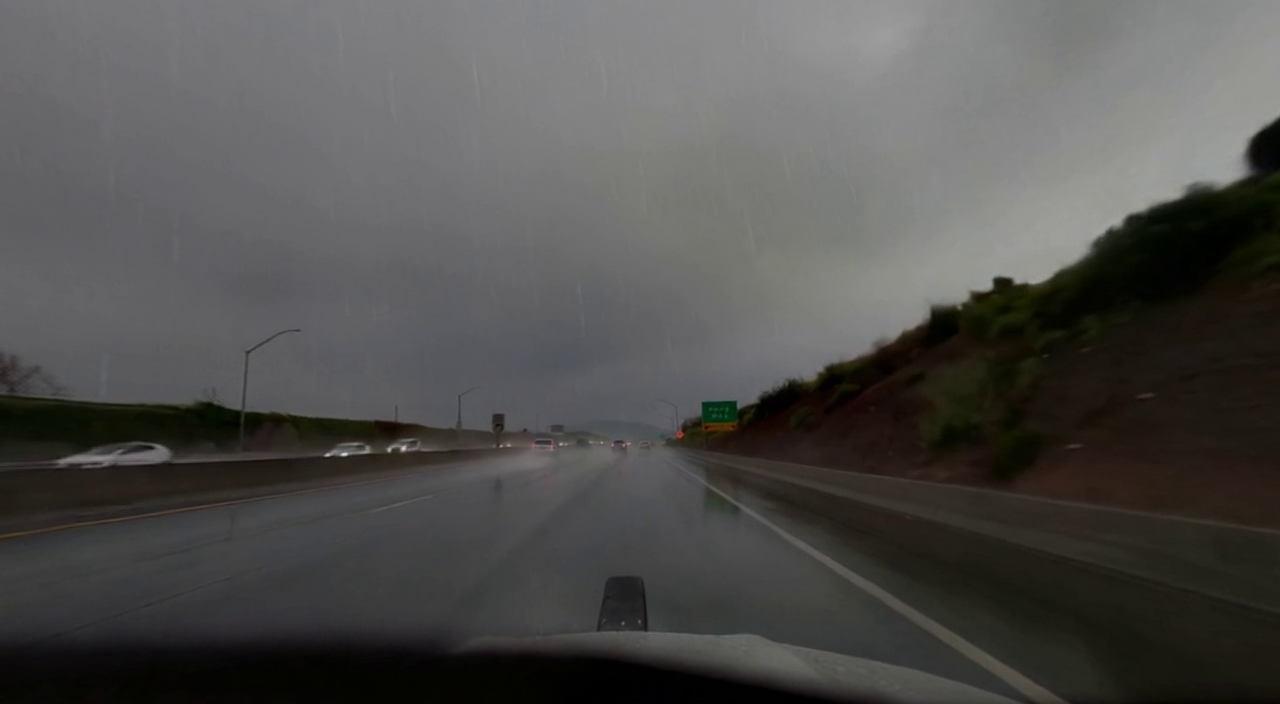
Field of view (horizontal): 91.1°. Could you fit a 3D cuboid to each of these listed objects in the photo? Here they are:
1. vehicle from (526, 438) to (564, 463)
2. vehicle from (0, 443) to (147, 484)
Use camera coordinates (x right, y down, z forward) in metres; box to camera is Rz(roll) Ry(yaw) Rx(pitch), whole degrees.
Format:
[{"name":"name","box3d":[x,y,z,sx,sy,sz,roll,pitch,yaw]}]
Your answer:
[{"name":"vehicle","box3d":[-6.799,7.104,45.372,1.972,1.660,4.254,0,-8,1]},{"name":"vehicle","box3d":[-22.407,4.365,24.999,1.857,1.443,4.451,0,-8,1]}]
